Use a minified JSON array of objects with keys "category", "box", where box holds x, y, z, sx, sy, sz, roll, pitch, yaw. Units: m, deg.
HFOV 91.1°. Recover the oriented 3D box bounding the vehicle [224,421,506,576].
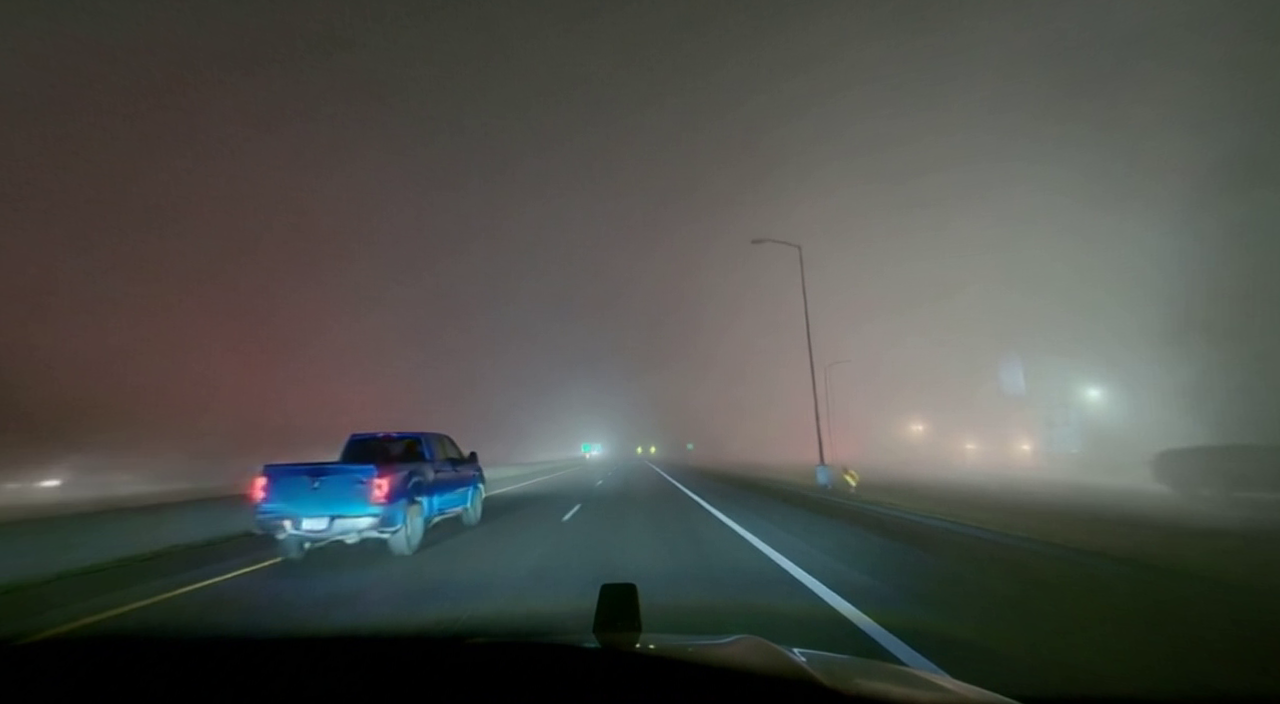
[{"category":"vehicle","box":[-3.561,1.990,9.329,2.152,1.717,4.423,0,-9,0]}]
